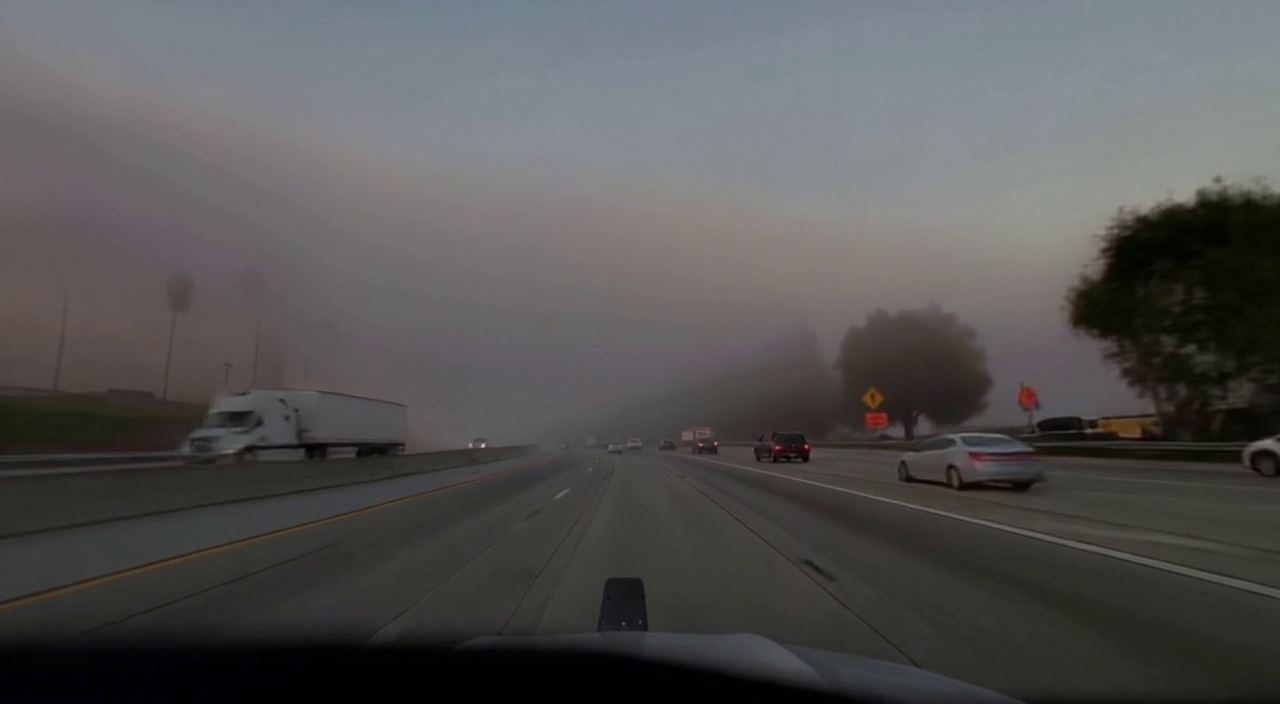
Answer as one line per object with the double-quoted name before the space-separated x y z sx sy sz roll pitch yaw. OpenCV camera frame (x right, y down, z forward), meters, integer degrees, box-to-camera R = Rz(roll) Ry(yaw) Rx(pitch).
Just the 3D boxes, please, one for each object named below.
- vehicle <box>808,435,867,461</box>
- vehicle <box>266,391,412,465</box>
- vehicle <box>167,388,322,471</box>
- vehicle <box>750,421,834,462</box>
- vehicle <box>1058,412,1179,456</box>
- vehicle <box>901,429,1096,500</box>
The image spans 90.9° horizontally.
"vehicle" 11.959 5.846 38.563 1.846 1.480 4.752 0 -8 -4
"vehicle" -20.199 5.544 44.362 2.881 4.181 16.486 0 -8 -2
"vehicle" -19.756 4.043 32.265 3.084 3.707 7.432 0 -8 -1
"vehicle" 8.034 4.879 34.197 2.622 1.977 6.537 0 -8 -3
"vehicle" 23.673 4.124 31.497 2.085 1.989 4.825 0 -8 -2
"vehicle" 8.460 2.695 15.501 2.080 1.457 4.404 0 -8 -2
